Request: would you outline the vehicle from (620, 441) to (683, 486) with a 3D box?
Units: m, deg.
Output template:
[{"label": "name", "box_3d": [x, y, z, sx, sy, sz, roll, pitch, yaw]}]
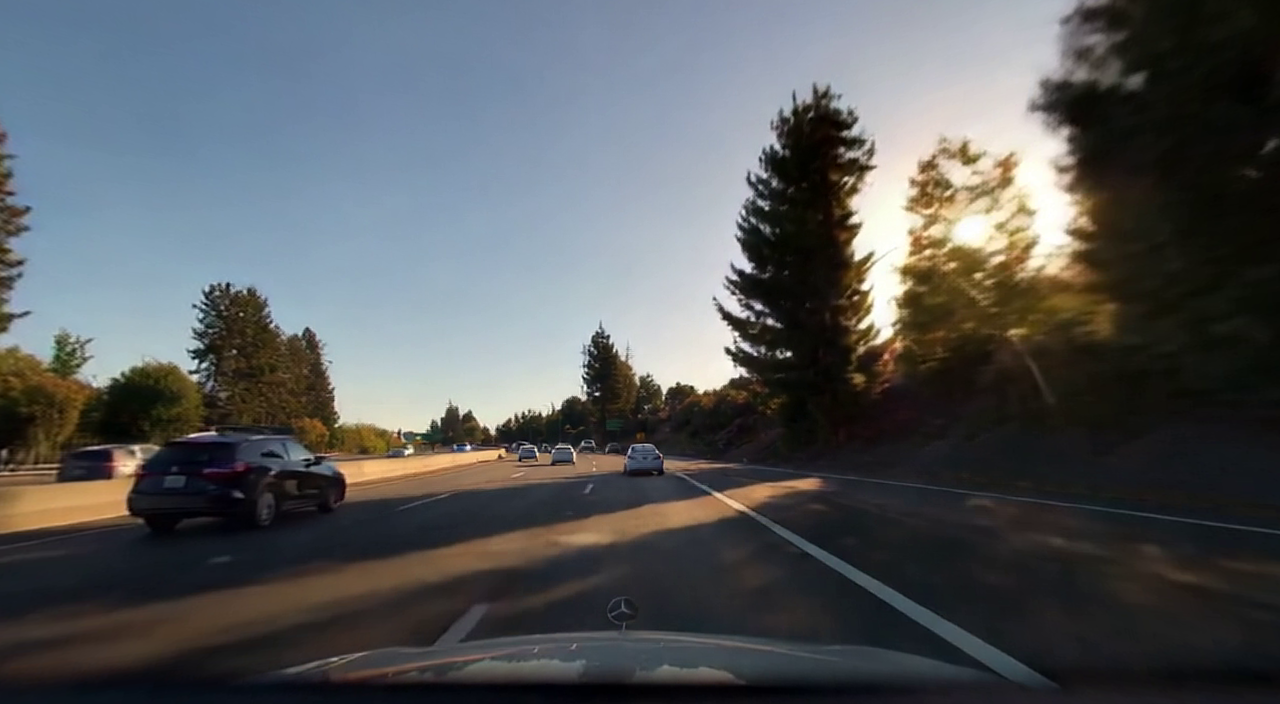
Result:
[{"label": "vehicle", "box_3d": [0.312, 3.916, 22.492, 2.051, 1.444, 3.927, 0, -9, -1]}]

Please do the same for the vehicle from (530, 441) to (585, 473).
[{"label": "vehicle", "box_3d": [-4.109, 5.329, 32.247, 2.246, 1.519, 4.980, 0, -9, -2]}]

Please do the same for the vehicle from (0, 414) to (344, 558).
[{"label": "vehicle", "box_3d": [-6.888, 1.951, 9.888, 2.221, 1.693, 4.631, 0, -9, 0]}]
